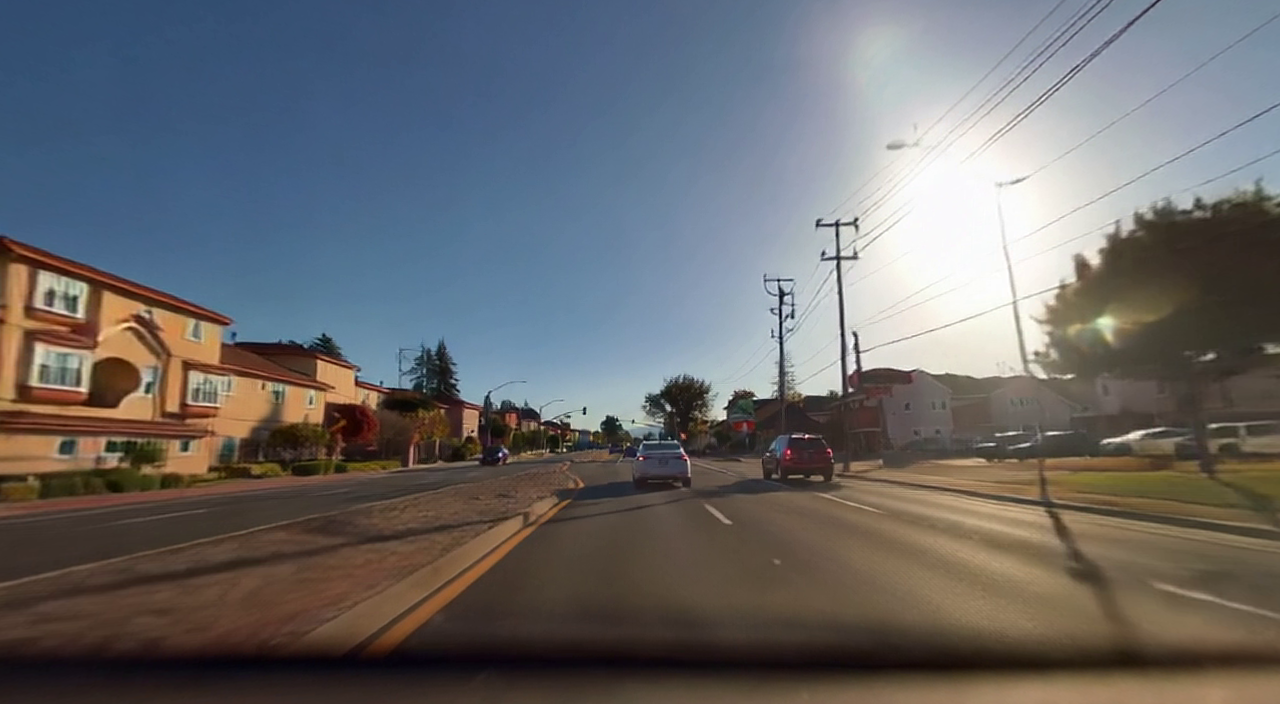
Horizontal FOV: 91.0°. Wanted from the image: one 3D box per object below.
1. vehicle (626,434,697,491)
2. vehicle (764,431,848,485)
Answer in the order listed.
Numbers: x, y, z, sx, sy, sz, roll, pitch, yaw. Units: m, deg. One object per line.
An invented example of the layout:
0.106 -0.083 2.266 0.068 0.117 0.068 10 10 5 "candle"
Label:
0.645 3.672 21.204 2.138 1.702 4.168 0 -9 0 "vehicle"
6.314 4.107 24.493 2.061 1.889 4.268 0 -9 0 "vehicle"
